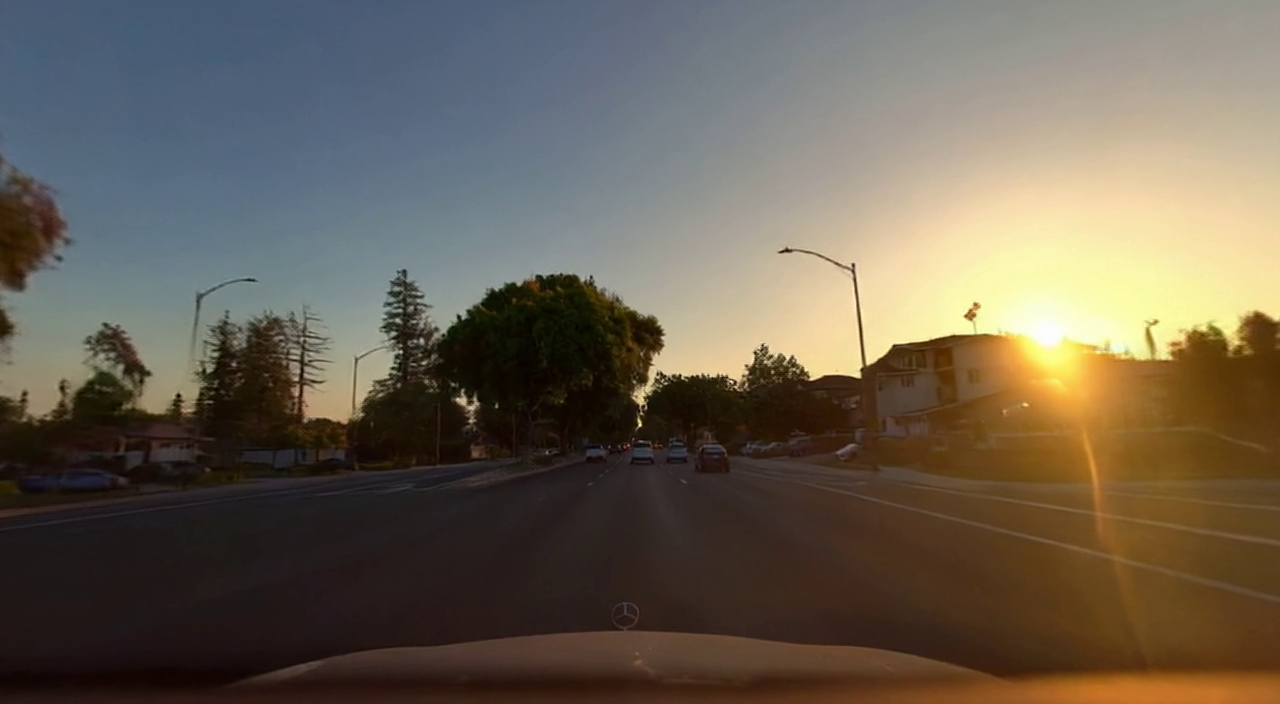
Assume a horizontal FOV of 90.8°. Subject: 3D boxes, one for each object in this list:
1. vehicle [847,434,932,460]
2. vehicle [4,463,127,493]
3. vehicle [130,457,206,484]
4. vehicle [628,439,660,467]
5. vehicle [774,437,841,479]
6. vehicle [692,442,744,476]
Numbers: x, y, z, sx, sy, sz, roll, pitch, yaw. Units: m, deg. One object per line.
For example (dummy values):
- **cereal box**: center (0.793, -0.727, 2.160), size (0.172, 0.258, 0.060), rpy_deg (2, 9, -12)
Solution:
- **vehicle**: center (15.488, 5.921, 39.383), size (4.491, 1.593, 1.884), rpy_deg (-1, -8, 3)
- **vehicle**: center (-29.771, 6.515, 32.822), size (4.450, 1.421, 1.932), rpy_deg (0, -8, 0)
- **vehicle**: center (-29.971, 7.514, 40.269), size (1.806, 1.476, 3.985), rpy_deg (0, -8, -2)
- **vehicle**: center (0.192, 6.757, 42.475), size (2.043, 1.734, 4.253), rpy_deg (0, -8, -1)
- **vehicle**: center (7.685, 4.892, 29.418), size (1.933, 1.759, 3.900), rpy_deg (0, -8, -2)
- **vehicle**: center (3.530, 4.899, 29.227), size (1.830, 1.451, 4.009), rpy_deg (0, -8, -1)
